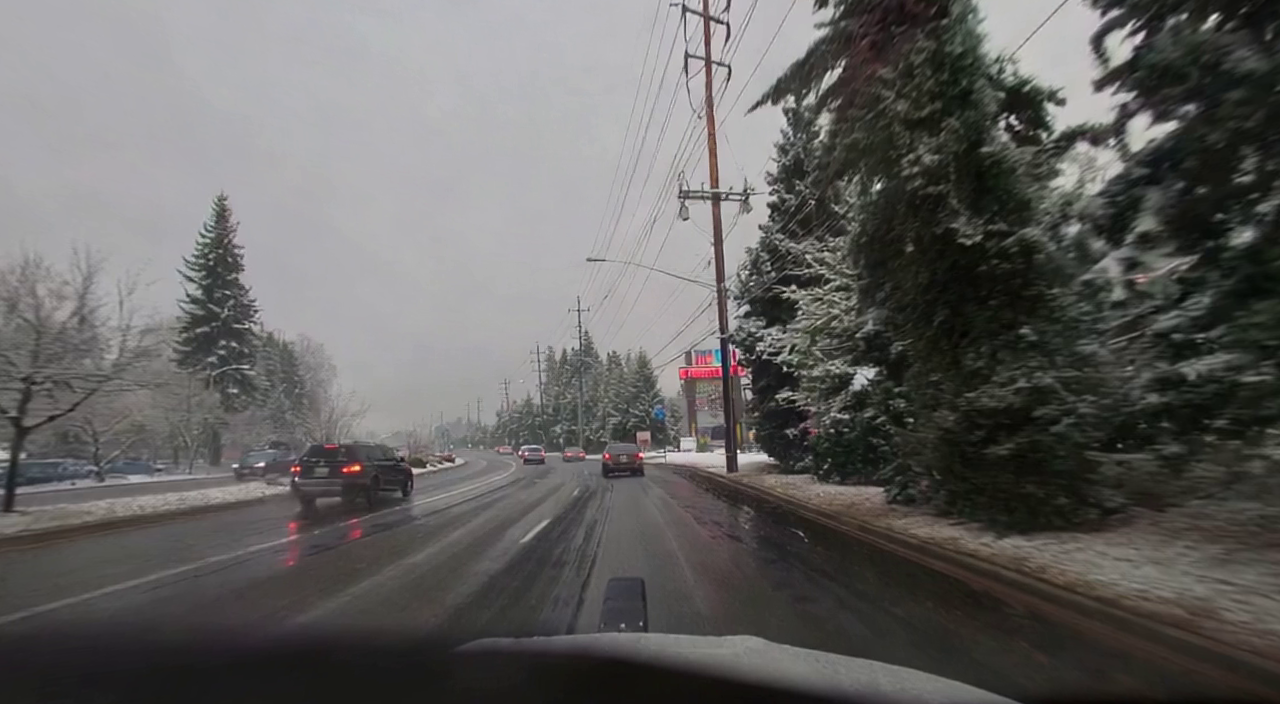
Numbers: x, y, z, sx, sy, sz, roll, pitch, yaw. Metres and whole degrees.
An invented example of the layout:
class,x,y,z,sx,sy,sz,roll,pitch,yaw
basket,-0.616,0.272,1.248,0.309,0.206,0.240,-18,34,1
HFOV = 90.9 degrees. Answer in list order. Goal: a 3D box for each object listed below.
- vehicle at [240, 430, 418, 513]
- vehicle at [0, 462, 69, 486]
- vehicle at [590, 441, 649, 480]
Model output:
class,x,y,z,sx,sy,sz,roll,pitch,yaw
vehicle,-7.472,2.911,15.831,2.195,1.752,4.515,0,-8,-1
vehicle,-47.514,9.451,48.839,4.311,1.683,1.984,1,-9,-7
vehicle,-0.939,4.524,26.553,2.130,1.476,4.453,1,-9,-6
